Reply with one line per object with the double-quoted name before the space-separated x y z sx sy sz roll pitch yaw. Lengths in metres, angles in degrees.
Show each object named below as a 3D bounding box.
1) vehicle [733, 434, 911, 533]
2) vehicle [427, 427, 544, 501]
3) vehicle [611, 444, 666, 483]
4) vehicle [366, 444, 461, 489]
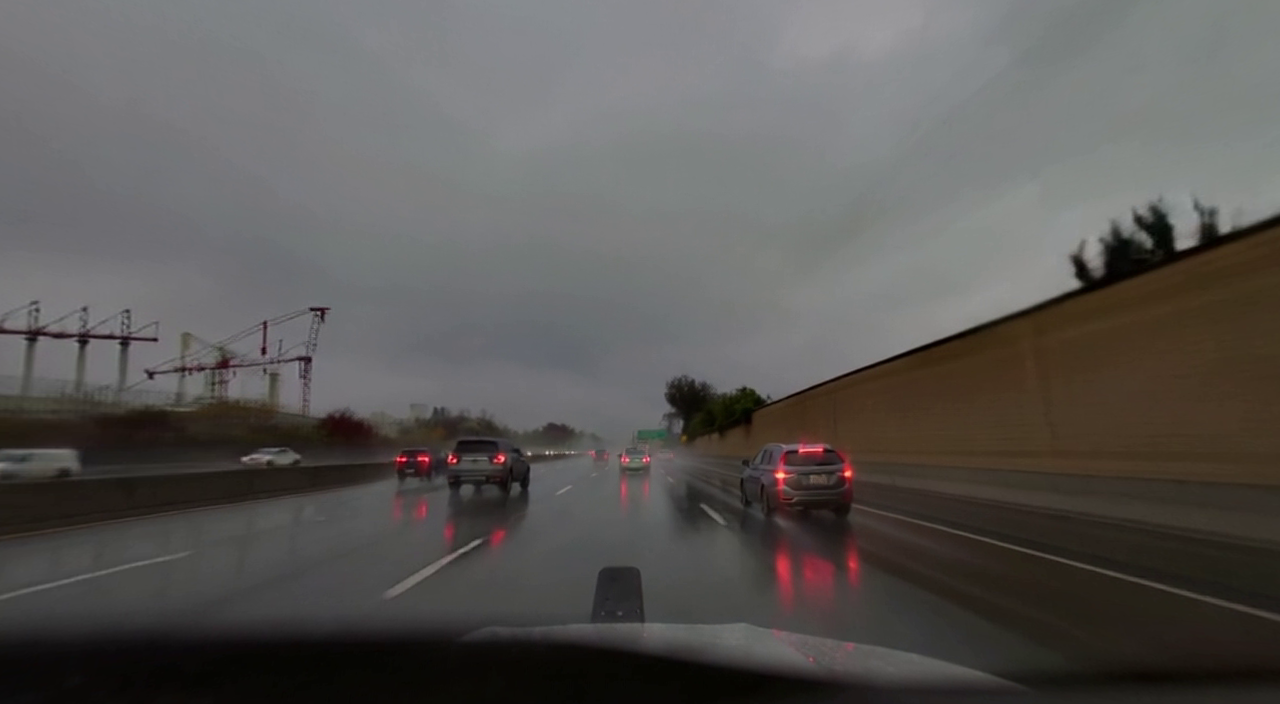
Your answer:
"vehicle" 3.156 2.368 12.081 1.917 1.507 4.540 0 -8 -2
"vehicle" -4.058 3.020 17.456 2.121 1.775 4.335 0 -8 0
"vehicle" -0.093 4.518 25.885 2.045 1.452 4.040 0 -8 -1
"vehicle" -8.231 4.169 23.447 1.908 1.476 4.342 0 -8 0
